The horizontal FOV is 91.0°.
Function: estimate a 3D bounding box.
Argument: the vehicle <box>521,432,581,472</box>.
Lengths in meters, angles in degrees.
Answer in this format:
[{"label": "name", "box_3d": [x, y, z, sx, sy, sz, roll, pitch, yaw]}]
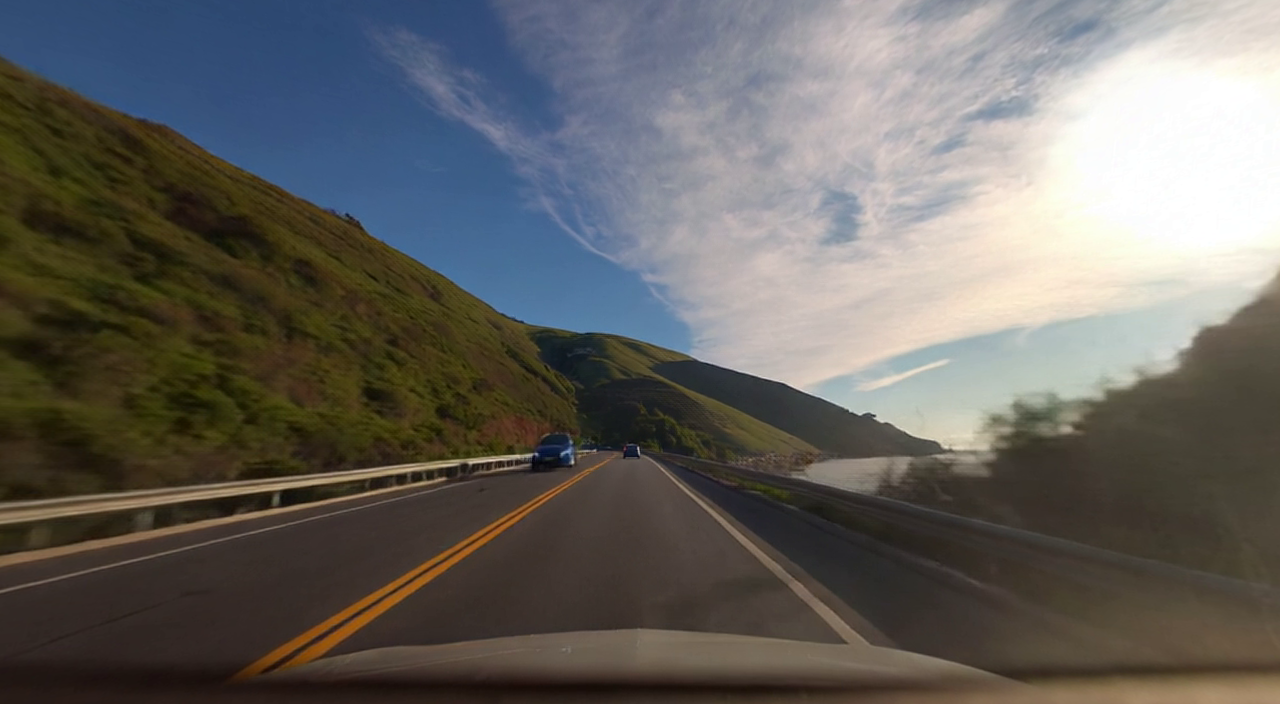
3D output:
[{"label": "vehicle", "box_3d": [-4.316, 4.975, 31.421, 2.180, 1.826, 5.350, 0, -9, 0]}]
